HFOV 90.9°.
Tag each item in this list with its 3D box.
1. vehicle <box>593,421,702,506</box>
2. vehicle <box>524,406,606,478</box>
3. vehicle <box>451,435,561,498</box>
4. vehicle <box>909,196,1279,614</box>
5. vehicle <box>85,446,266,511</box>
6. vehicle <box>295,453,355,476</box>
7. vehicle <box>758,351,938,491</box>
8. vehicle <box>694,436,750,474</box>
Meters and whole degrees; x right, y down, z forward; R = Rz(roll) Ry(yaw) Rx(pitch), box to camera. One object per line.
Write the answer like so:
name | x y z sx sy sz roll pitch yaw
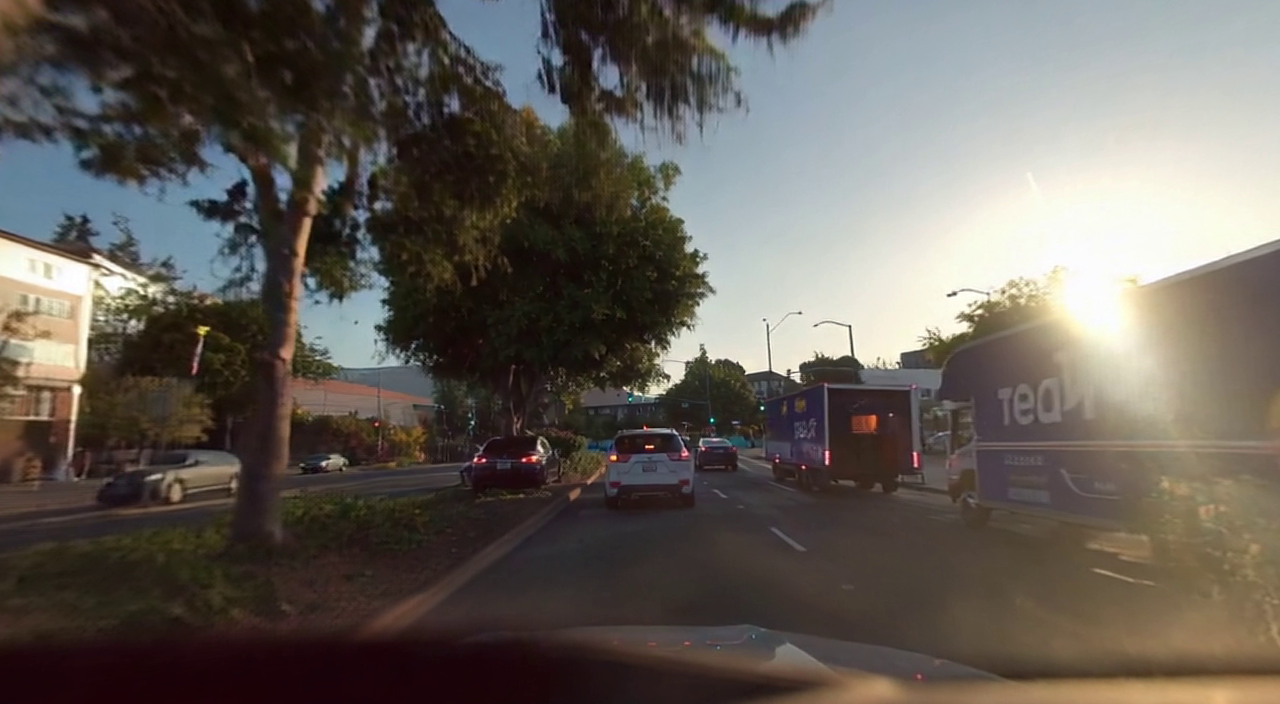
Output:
vehicle | 0.183 2.563 14.864 2.209 1.718 4.008 0 -8 1
vehicle | -3.140 4.069 28.409 2.715 2.791 7.171 0 -8 1
vehicle | -3.476 3.069 17.333 2.008 1.500 4.369 0 -8 1
vehicle | 6.681 0.876 8.194 2.891 3.361 7.843 0 -8 0
vehicle | -13.272 3.586 18.462 1.928 1.497 4.446 0 -7 0
vehicle | -22.413 7.991 45.098 1.824 1.470 4.486 -1 -8 2
vehicle | 6.834 2.712 23.021 2.816 3.804 10.315 -3 -9 0
vehicle | 3.607 4.616 28.505 2.075 1.540 4.411 -1 -8 2
